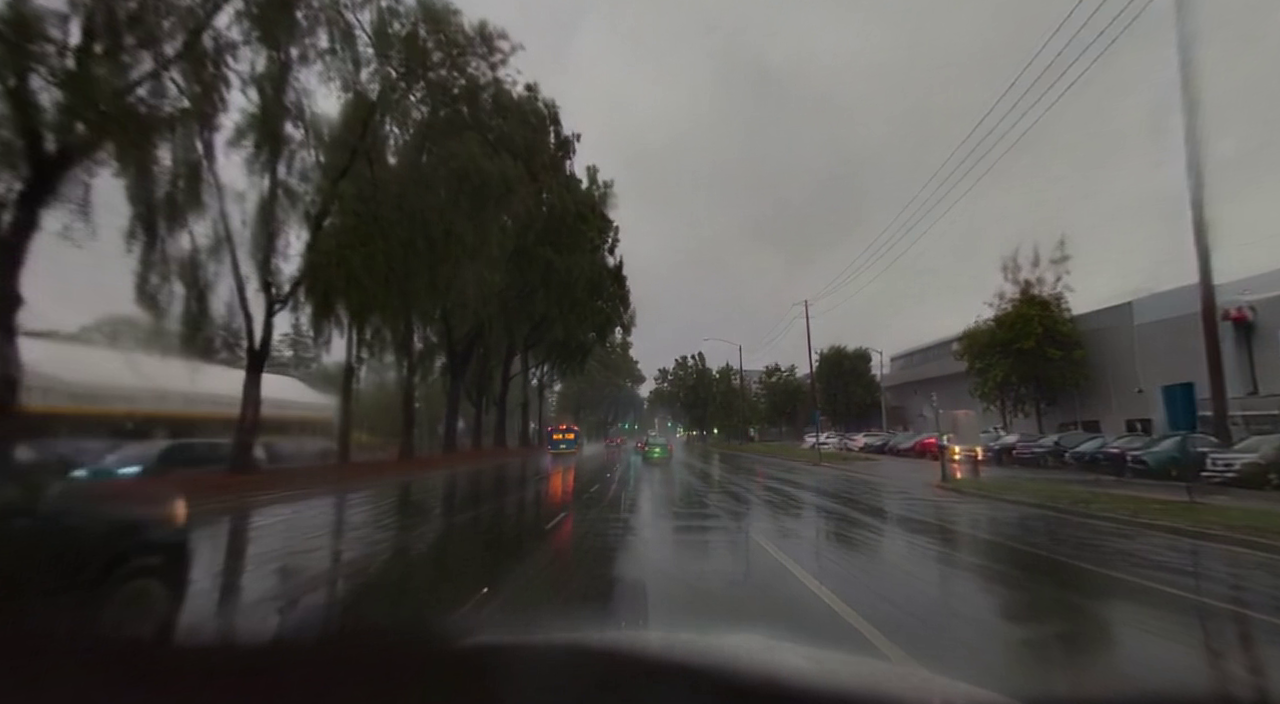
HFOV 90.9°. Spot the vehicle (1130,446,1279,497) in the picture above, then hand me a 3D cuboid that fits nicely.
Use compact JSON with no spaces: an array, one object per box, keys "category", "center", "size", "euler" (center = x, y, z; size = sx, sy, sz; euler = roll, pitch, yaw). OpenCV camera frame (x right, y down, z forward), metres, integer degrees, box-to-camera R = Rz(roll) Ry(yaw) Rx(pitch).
[{"category":"vehicle","center":[18.826,3.811,20.618],"size":[1.849,1.466,4.831],"euler":[-1,-9,3]}]

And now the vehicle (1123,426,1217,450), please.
[{"category":"vehicle","center":[33.404,5.467,39.842],"size":[4.215,1.462,1.883],"euler":[0,-9,-1]}]

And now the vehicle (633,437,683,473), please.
[{"category":"vehicle","center":[0.764,4.702,28.988],"size":[2.123,1.498,4.226],"euler":[0,-9,0]}]

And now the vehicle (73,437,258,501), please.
[{"category":"vehicle","center":[-14.363,3.538,19.531],"size":[2.126,1.742,4.517],"euler":[0,-9,1]}]

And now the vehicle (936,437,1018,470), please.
[{"category":"vehicle","center":[19.231,5.795,36.315],"size":[1.965,1.749,4.838],"euler":[0,-9,-1]}]

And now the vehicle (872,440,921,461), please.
[{"category":"vehicle","center":[19.403,7.470,47.910],"size":[1.826,1.532,4.290],"euler":[0,-9,-1]}]

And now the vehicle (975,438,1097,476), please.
[{"category":"vehicle","center":[19.198,5.126,31.042],"size":[2.229,1.661,5.991],"euler":[0,-9,1]}]
